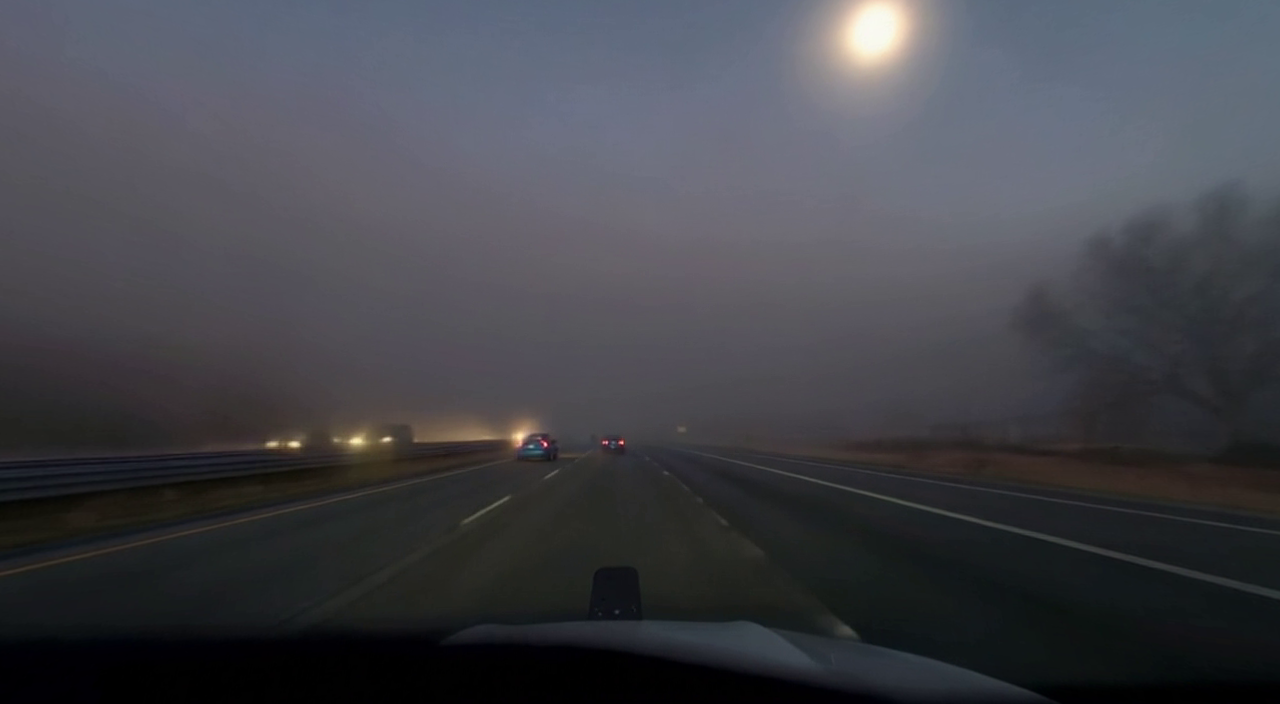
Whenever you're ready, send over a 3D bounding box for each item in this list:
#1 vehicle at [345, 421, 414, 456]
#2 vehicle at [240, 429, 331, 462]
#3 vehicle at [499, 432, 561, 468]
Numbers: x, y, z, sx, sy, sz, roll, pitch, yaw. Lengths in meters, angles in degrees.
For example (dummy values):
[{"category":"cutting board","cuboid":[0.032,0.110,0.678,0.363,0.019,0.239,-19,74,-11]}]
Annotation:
[{"category":"vehicle","cuboid":[-13.696,4.600,33.393,1.948,1.709,4.137,0,-8,-2]},{"category":"vehicle","cuboid":[-17.464,4.640,31.338,1.918,1.485,4.666,0,-8,-2]},{"category":"vehicle","cuboid":[-5.084,4.619,29.919,2.141,1.534,5.099,0,-8,-2]}]
